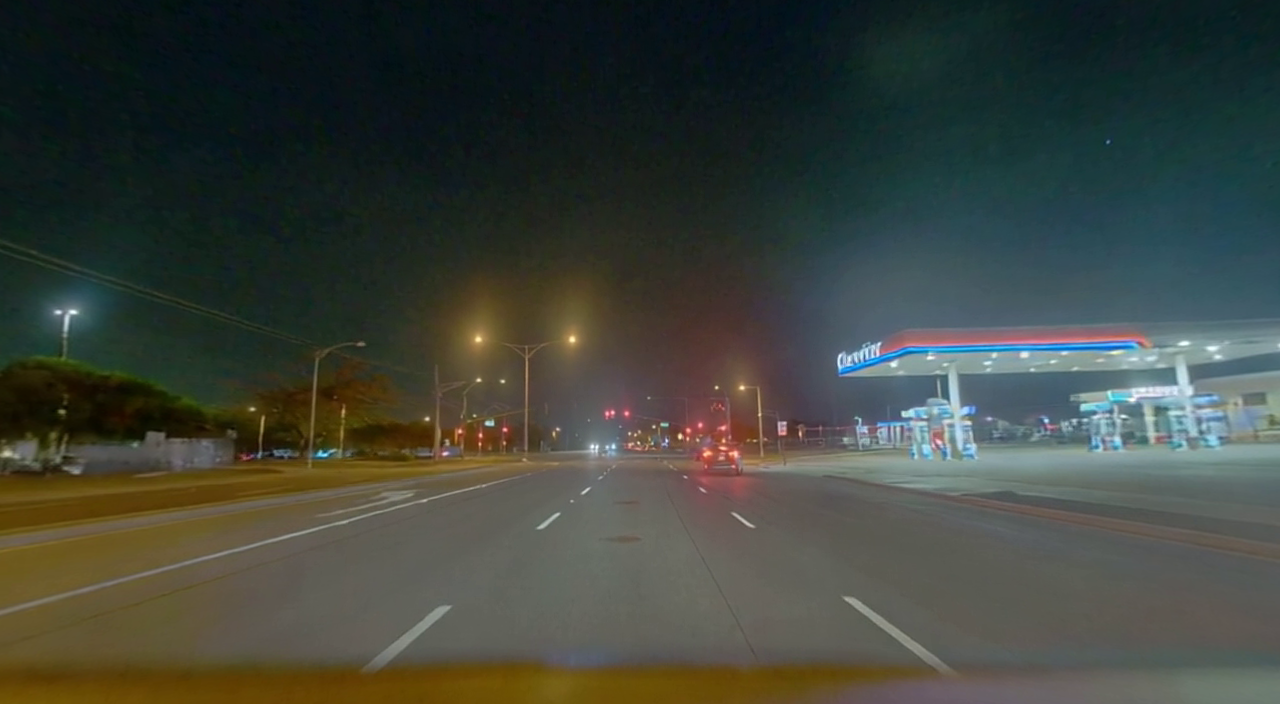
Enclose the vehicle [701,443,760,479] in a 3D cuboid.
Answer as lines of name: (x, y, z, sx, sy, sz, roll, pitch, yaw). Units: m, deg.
vehicle: (3.995, 4.902, 28.786, 2.113, 1.470, 4.867, 0, -8, 2)
